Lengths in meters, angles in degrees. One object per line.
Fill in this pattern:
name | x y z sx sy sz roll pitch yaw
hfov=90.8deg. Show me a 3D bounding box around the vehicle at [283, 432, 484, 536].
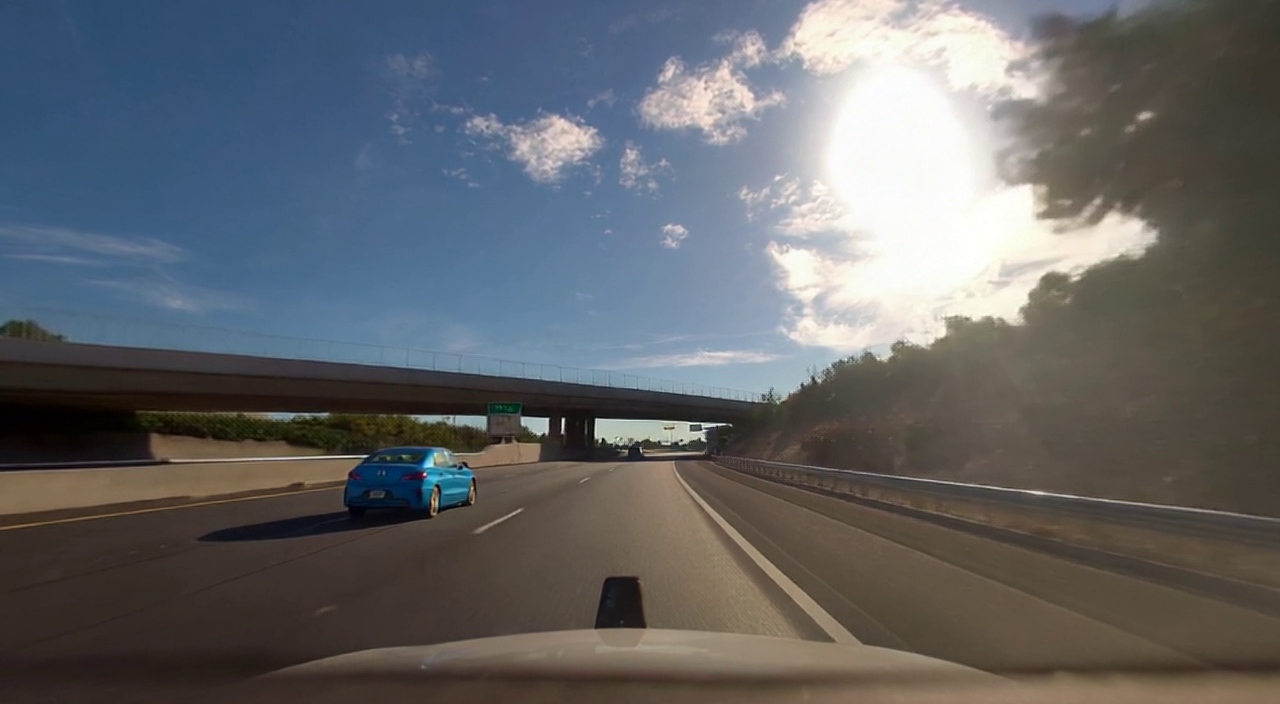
vehicle | -4.261 2.238 11.240 1.928 1.504 3.745 0 -9 1
